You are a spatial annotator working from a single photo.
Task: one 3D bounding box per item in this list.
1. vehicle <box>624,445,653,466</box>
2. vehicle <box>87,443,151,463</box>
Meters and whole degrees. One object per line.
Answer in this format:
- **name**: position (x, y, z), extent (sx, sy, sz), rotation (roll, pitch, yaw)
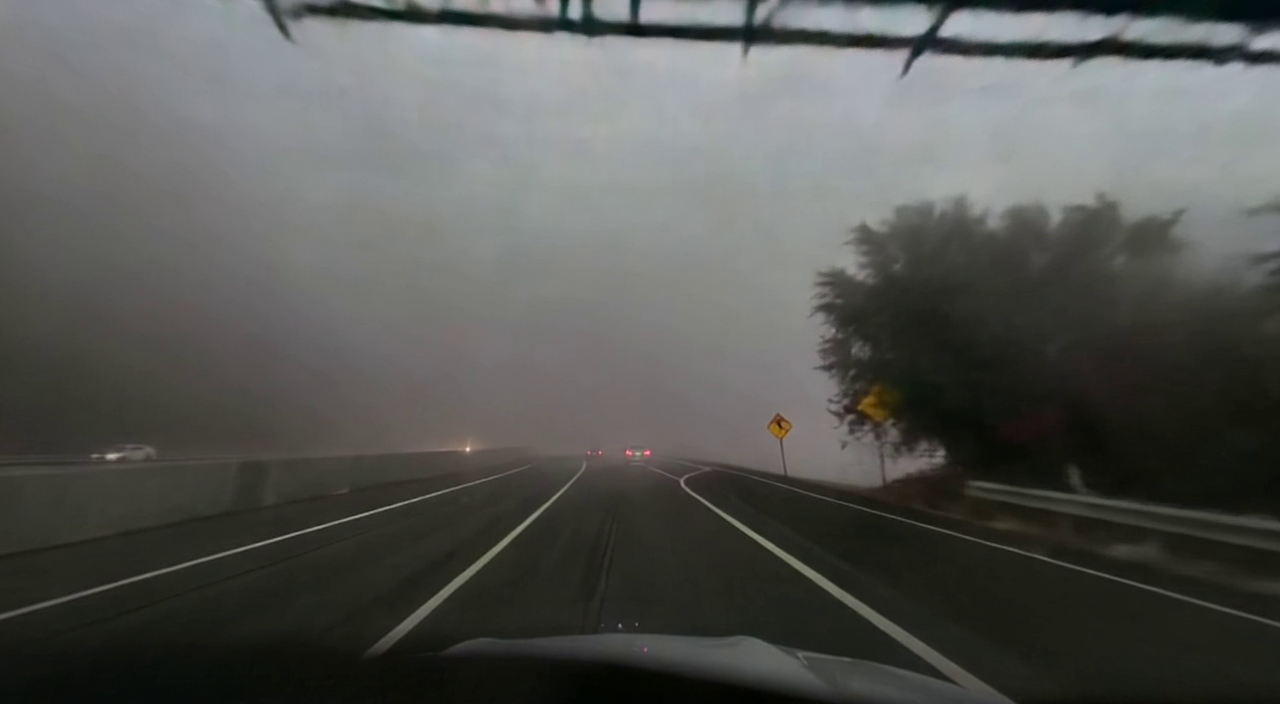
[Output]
- **vehicle**: position (-0.101, 7.850, 47.708), extent (2.140, 1.455, 4.135), rotation (0, -9, 0)
- **vehicle**: position (-40.776, 7.902, 49.343), extent (1.762, 1.433, 4.077), rotation (0, -9, -5)
